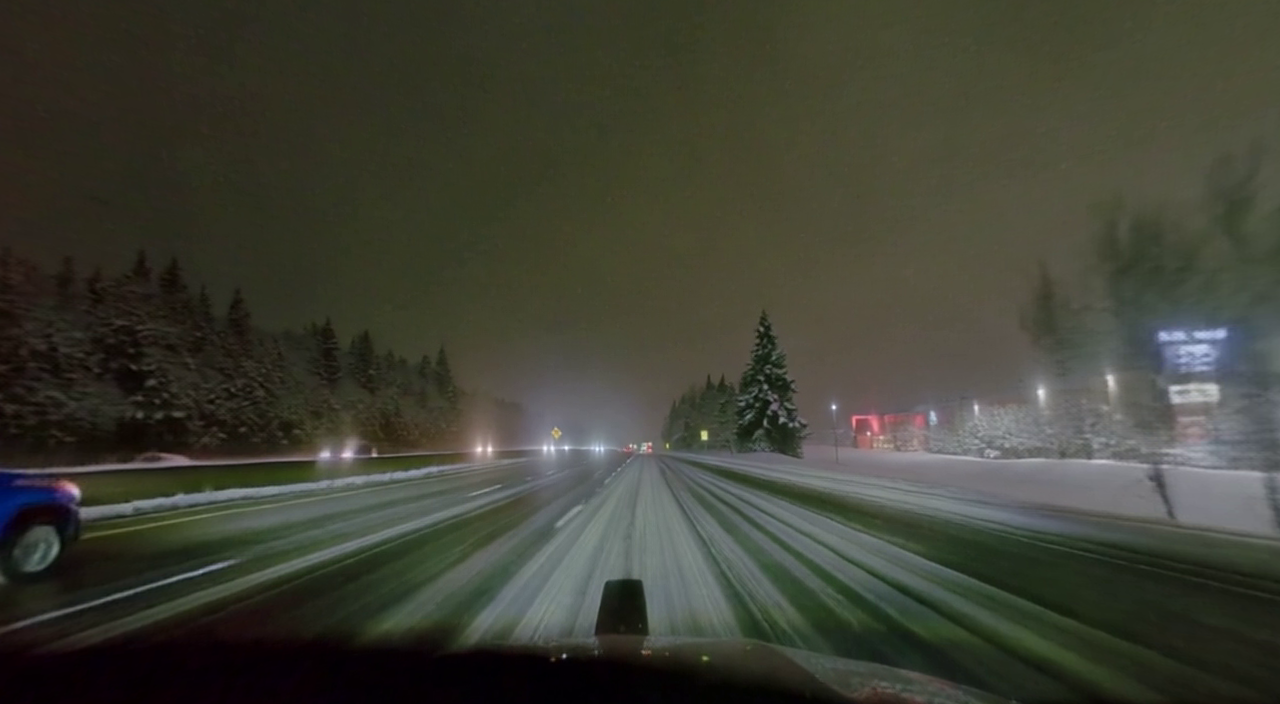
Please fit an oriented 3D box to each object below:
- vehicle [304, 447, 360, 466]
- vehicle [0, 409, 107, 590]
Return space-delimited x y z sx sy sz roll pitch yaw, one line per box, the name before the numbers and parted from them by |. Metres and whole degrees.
vehicle | -23.836 8.105 49.016 2.044 1.299 4.440 -1 -8 1
vehicle | -7.191 1.235 4.787 2.148 1.709 4.678 0 -8 0
